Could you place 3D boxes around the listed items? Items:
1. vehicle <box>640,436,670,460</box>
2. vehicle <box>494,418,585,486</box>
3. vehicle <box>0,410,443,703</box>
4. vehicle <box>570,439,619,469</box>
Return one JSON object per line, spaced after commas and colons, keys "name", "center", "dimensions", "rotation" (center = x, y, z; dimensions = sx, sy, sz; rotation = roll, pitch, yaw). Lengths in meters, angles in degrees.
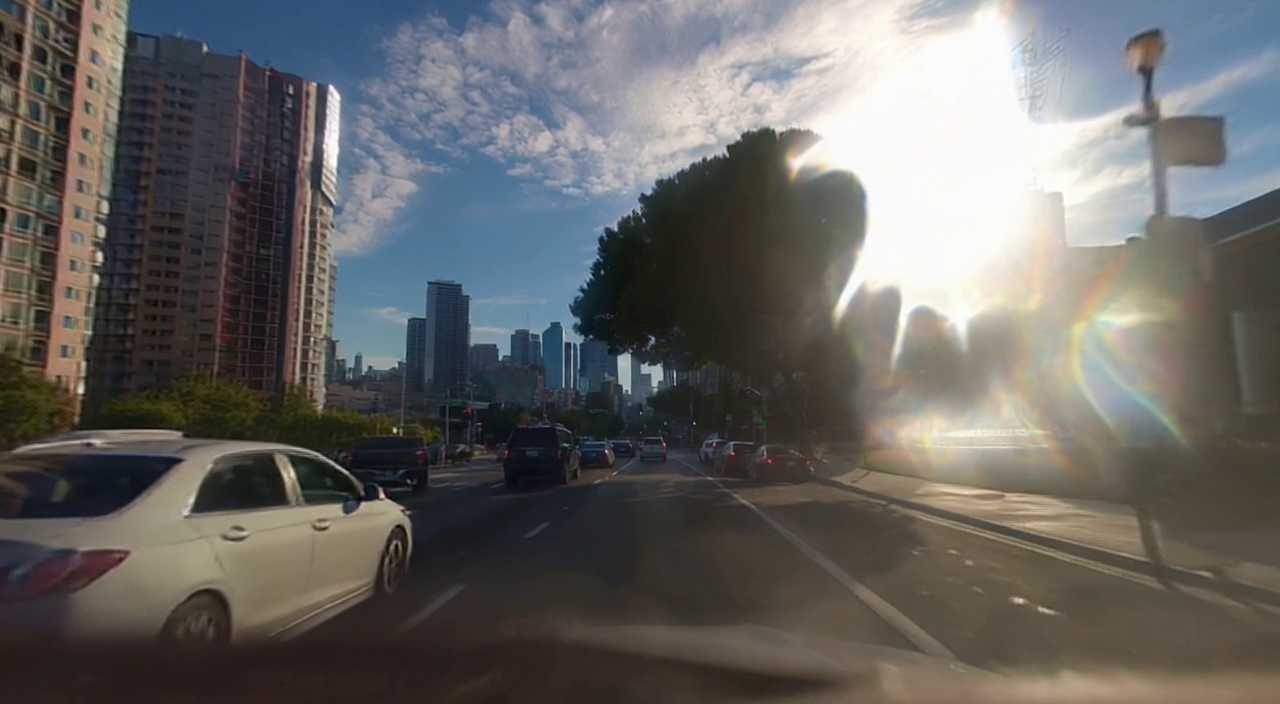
{"name": "vehicle", "center": [1.108, 7.292, 47.903], "dimensions": [2.194, 1.779, 3.996], "rotation": [0, -9, 1]}
{"name": "vehicle", "center": [-3.167, 3.312, 20.972], "dimensions": [2.152, 1.987, 4.527], "rotation": [0, -9, 2]}
{"name": "vehicle", "center": [-2.840, 1.156, 3.658], "dimensions": [1.959, 1.406, 4.272], "rotation": [0, -9, 1]}
{"name": "vehicle", "center": [-2.384, 5.467, 33.984], "dimensions": [2.246, 1.481, 4.146], "rotation": [0, -9, 1]}
